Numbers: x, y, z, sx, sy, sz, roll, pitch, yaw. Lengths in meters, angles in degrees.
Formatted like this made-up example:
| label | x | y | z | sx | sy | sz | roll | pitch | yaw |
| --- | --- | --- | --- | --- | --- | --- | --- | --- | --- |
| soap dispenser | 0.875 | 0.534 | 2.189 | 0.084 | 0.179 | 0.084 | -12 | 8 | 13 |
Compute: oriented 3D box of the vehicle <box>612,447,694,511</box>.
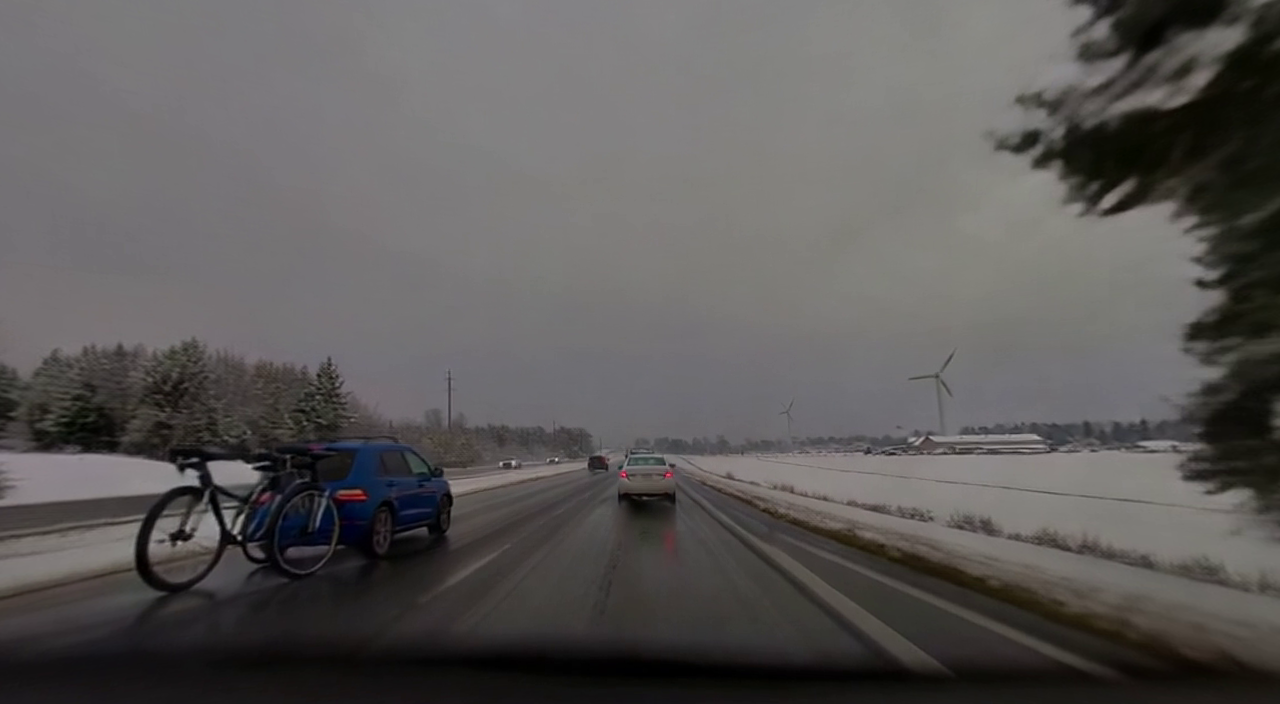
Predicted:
| label | x | y | z | sx | sy | sz | roll | pitch | yaw |
| --- | --- | --- | --- | --- | --- | --- | --- | --- | --- |
| vehicle | 0.349 | 3.546 | 17.973 | 2.063 | 1.582 | 3.955 | 0 | -9 | 1 |

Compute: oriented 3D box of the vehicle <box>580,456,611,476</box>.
| label | x | y | z | sx | sy | sz | roll | pitch | yaw |
| --- | --- | --- | --- | --- | --- | --- | --- | --- | --- |
| vehicle | -3.414 | 8.879 | 49.220 | 2.059 | 1.455 | 4.205 | 0 | -9 | 1 |

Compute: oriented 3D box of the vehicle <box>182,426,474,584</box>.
| label | x | y | z | sx | sy | sz | roll | pitch | yaw |
| --- | --- | --- | --- | --- | --- | --- | --- | --- | --- |
| vehicle | -3.915 | 1.992 | 8.898 | 1.962 | 1.681 | 4.033 | 0 | -9 | 1 |
